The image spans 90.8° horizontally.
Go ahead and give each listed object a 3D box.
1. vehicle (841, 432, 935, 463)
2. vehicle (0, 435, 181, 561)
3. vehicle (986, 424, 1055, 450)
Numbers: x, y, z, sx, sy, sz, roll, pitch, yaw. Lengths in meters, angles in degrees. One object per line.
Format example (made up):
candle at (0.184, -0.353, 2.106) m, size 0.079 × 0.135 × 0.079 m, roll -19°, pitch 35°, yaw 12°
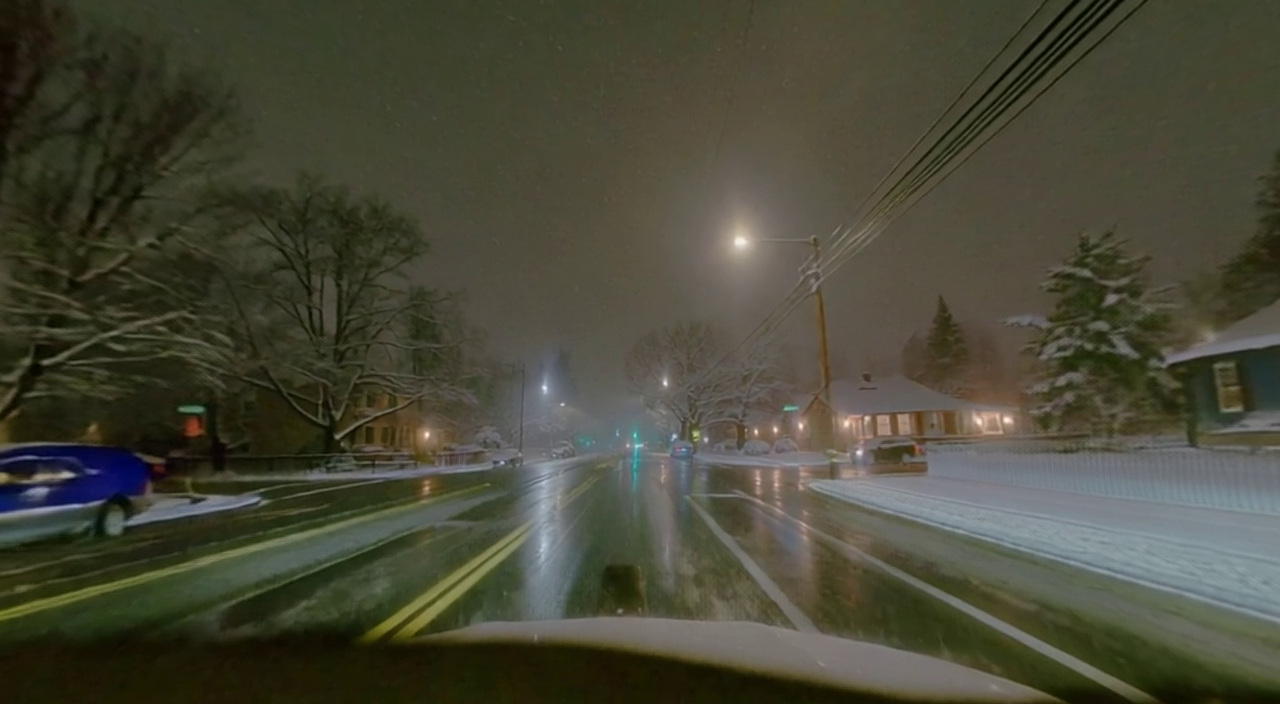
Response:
vehicle at (14.312, 5.538, 36.650) m, size 4.635 × 1.706 × 1.954 m, roll 0°, pitch -8°, yaw 2°
vehicle at (-11.118, 2.491, 10.872) m, size 2.241 × 1.944 × 5.709 m, roll -4°, pitch -8°, yaw 0°
vehicle at (26.956, 6.096, 44.958) m, size 2.000 × 1.773 × 4.469 m, roll -1°, pitch -9°, yaw -1°
